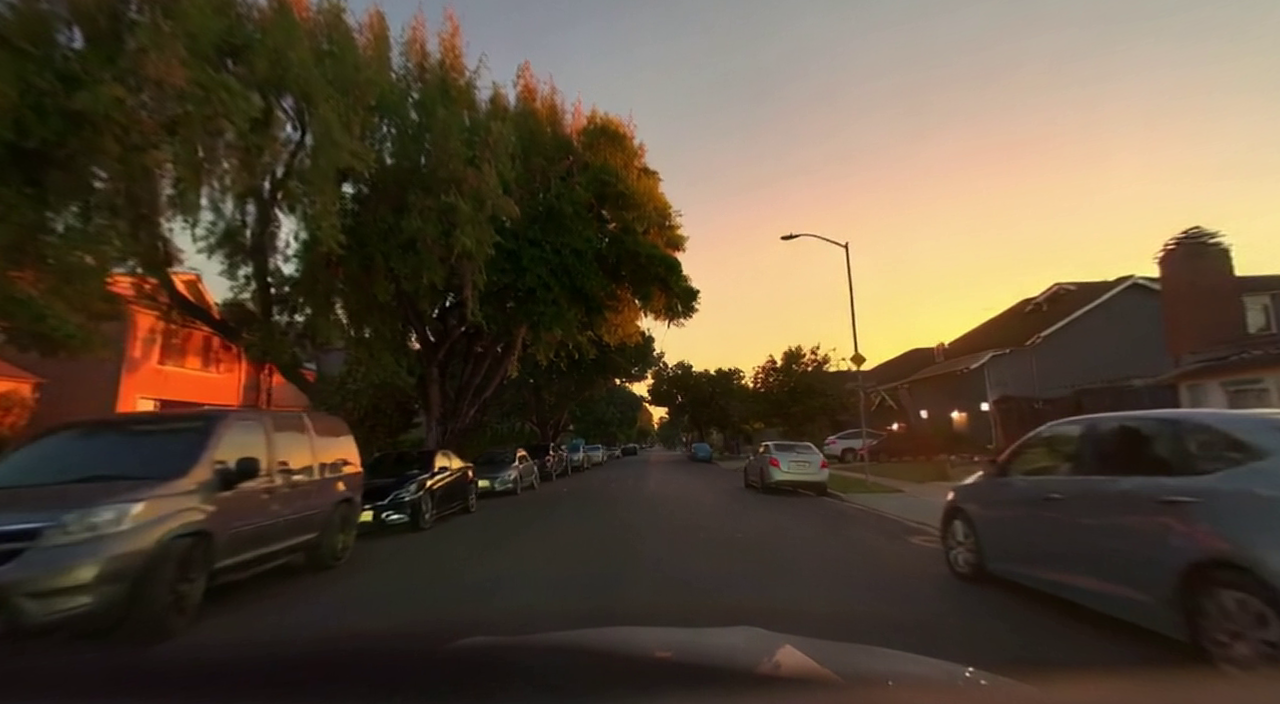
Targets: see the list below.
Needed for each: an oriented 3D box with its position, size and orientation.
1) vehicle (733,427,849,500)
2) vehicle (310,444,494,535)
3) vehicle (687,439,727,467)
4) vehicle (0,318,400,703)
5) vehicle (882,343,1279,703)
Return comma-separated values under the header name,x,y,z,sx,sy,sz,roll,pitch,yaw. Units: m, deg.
name,x,y,z,sx,sy,sz,roll,pitch,yaw
vehicle,4.386,3.334,19.330,2.306,1.901,4.908,0,-8,0
vehicle,-4.496,2.625,12.841,1.826,1.489,4.604,0,-8,2
vehicle,4.836,7.366,46.192,2.450,1.897,5.050,0,-8,1
vehicle,-4.598,1.274,5.948,2.461,2.145,5.415,0,-8,1
vehicle,4.057,1.181,4.973,2.214,1.830,4.997,0,-8,-1
